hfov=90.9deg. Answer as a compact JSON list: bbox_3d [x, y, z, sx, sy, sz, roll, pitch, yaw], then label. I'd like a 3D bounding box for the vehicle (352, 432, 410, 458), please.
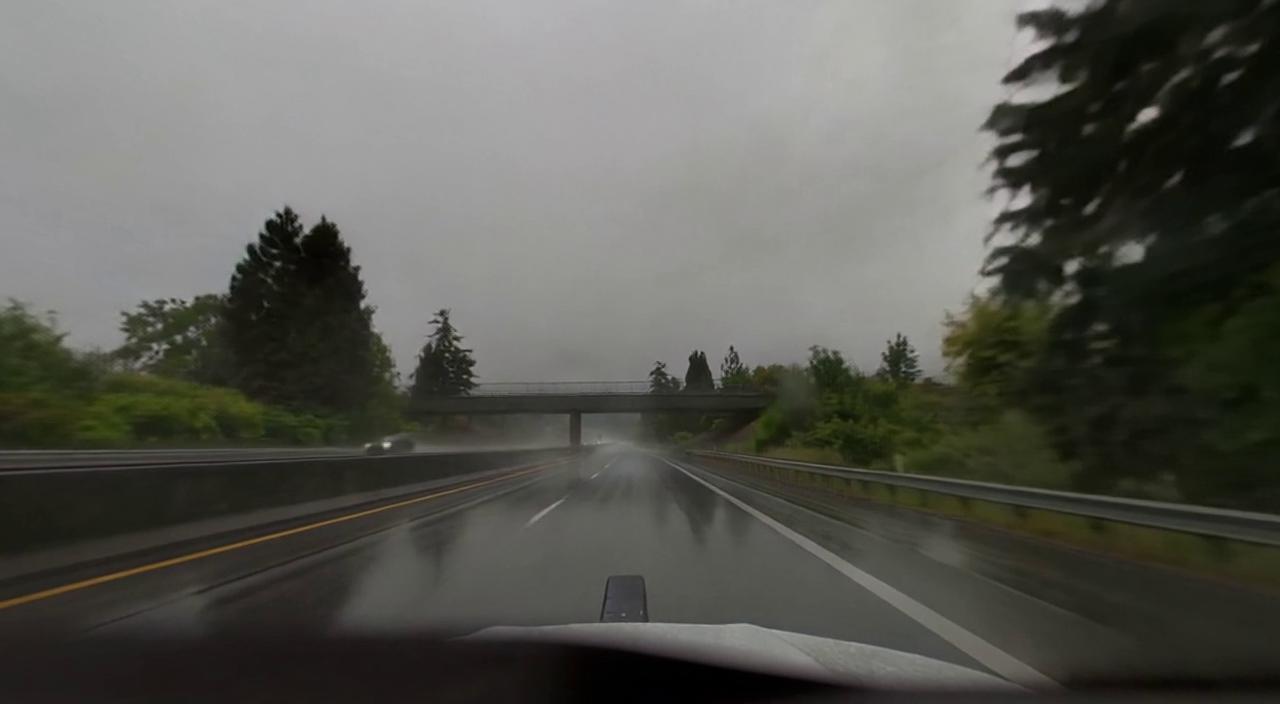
[{"bbox_3d":[-16.601,5.991,40.593,1.903,1.571,4.248,0,-9,0],"label":"vehicle"}]
